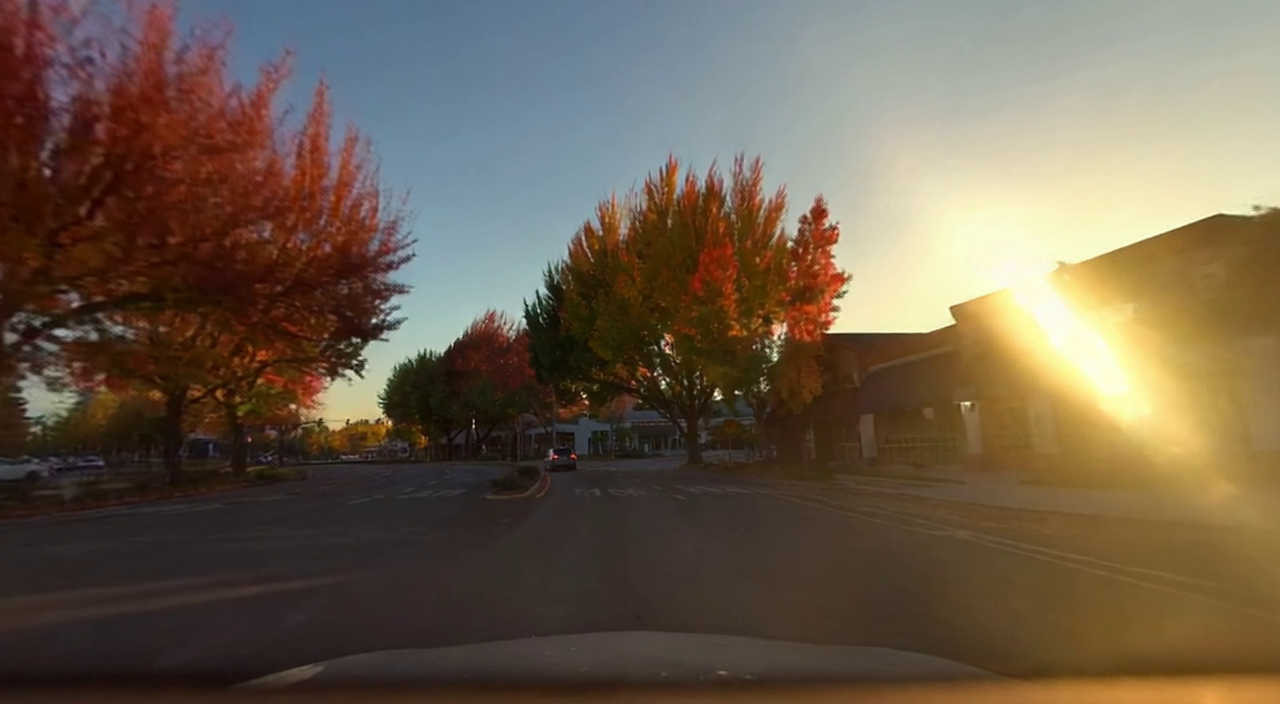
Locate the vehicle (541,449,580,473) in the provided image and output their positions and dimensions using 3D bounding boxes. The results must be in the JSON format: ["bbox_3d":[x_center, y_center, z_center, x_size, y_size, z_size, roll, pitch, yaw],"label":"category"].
[{"bbox_3d":[-5.447,7.361,42.689,2.018,1.512,4.304,3,-9,-16],"label":"vehicle"}]
